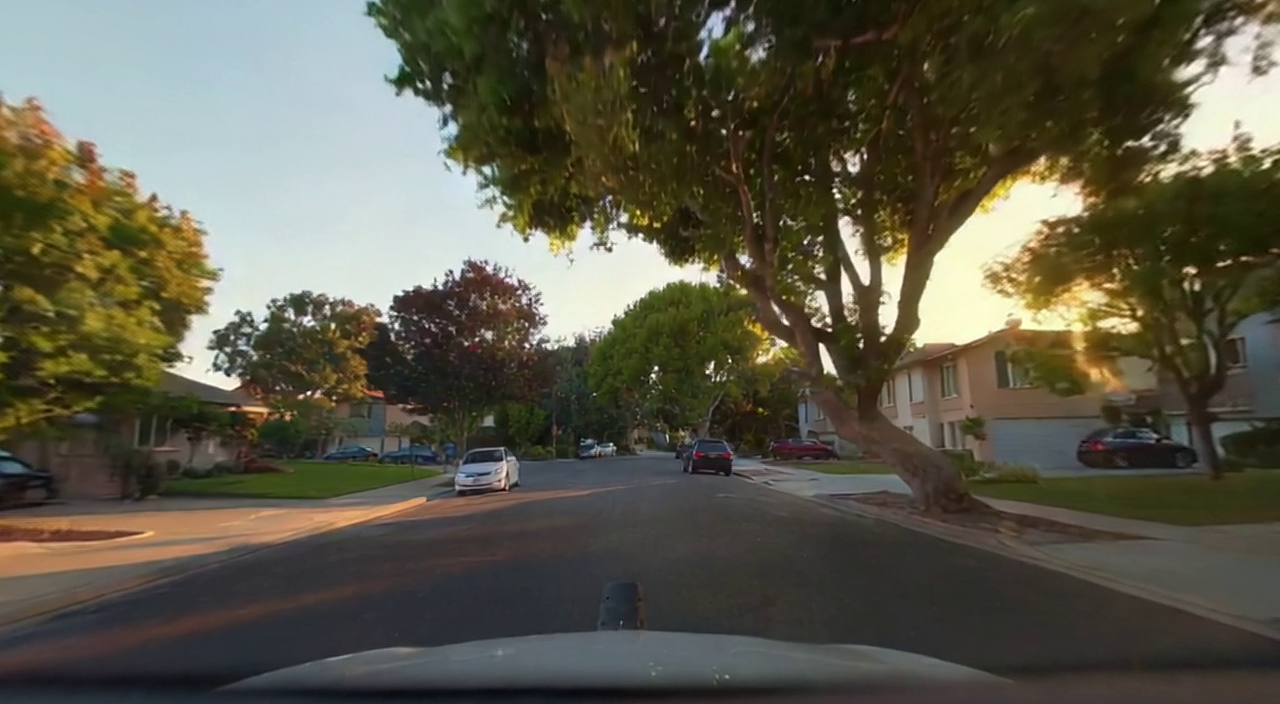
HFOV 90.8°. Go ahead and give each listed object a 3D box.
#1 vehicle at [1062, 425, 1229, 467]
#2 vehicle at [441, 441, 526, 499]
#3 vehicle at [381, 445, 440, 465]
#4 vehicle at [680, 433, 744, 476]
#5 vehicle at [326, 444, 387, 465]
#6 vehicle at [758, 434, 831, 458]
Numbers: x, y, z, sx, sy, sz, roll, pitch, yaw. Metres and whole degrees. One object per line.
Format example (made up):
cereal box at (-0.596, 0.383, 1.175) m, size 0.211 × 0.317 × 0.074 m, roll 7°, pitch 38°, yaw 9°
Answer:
vehicle at (18.825, 3.519, 23.708) m, size 4.484 × 1.492 × 2.071 m, roll 0°, pitch -8°, yaw 0°
vehicle at (-4.839, 3.670, 20.206) m, size 1.981 × 1.463 × 4.631 m, roll 0°, pitch -7°, yaw -6°
vehicle at (-17.114, 7.717, 47.245) m, size 3.734 × 1.441 × 1.756 m, roll 0°, pitch -8°, yaw 3°
vehicle at (3.245, 4.771, 29.635) m, size 2.228 × 1.813 × 4.901 m, roll 0°, pitch -8°, yaw -2°
vehicle at (-21.233, 7.691, 47.389) m, size 3.610 × 1.501 × 1.814 m, roll 0°, pitch -8°, yaw 3°
vehicle at (11.151, 6.822, 45.872) m, size 4.781 × 1.700 × 1.914 m, roll 1°, pitch -8°, yaw -4°
